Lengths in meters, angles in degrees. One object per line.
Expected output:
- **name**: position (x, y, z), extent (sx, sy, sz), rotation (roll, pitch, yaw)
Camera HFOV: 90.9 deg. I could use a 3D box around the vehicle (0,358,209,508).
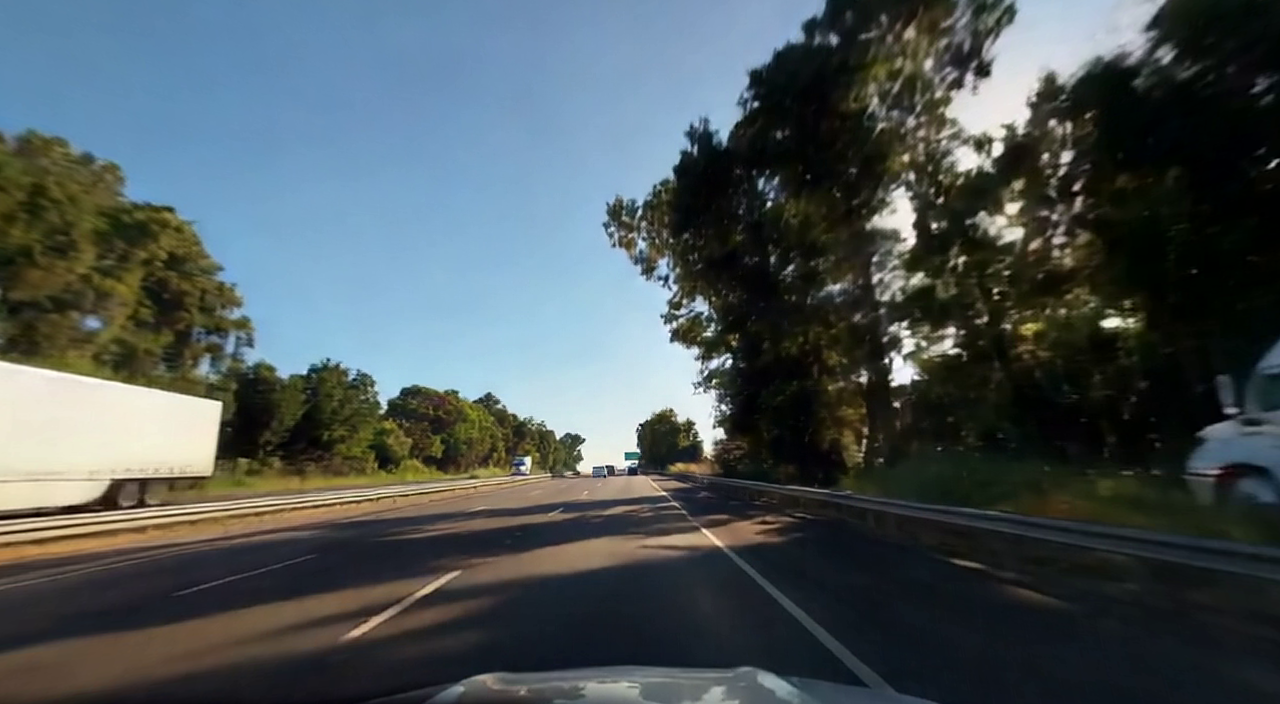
- **vehicle**: position (-18.110, 2.301, 17.548), extent (2.803, 3.838, 13.453), rotation (1, -10, -1)
